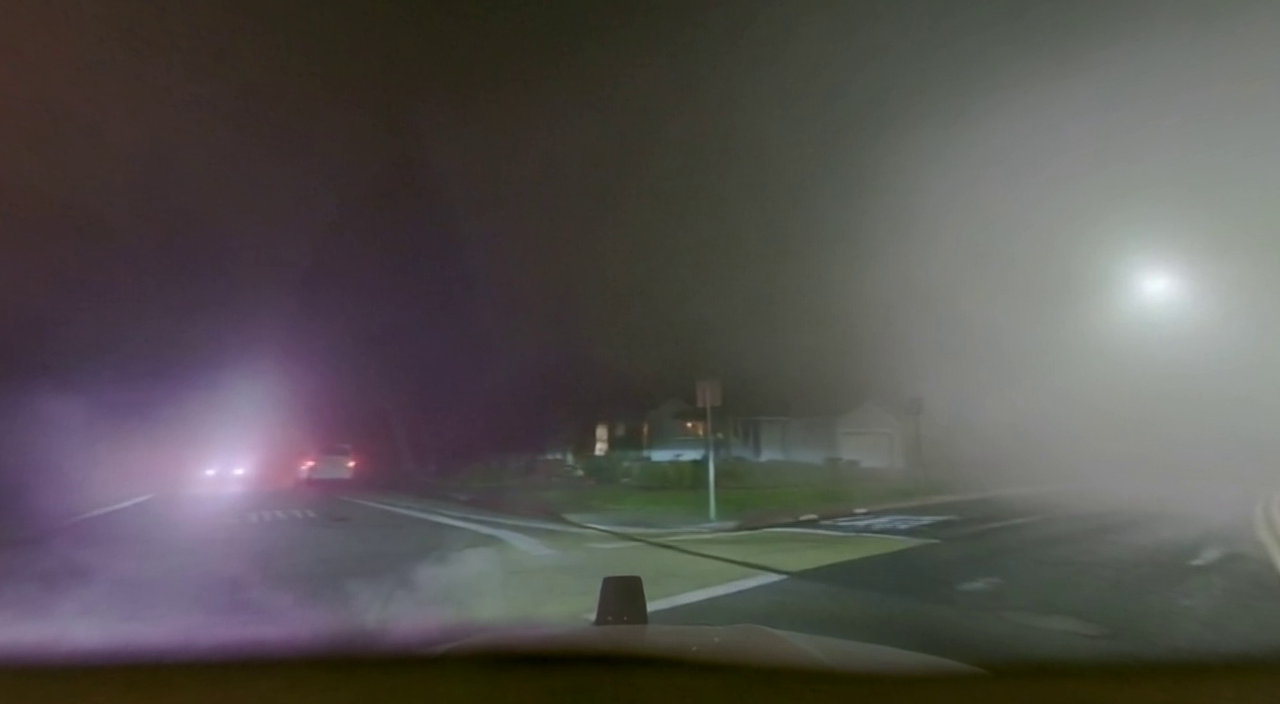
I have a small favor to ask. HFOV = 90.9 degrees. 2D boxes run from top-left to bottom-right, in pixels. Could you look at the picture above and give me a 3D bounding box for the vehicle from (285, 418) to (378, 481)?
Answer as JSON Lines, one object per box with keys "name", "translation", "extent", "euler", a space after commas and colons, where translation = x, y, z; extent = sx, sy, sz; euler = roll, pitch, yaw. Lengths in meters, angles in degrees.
{"name": "vehicle", "translation": [-16.866, 5.187, 34.289], "extent": [2.718, 3.089, 6.380], "euler": [8, -10, -41]}
